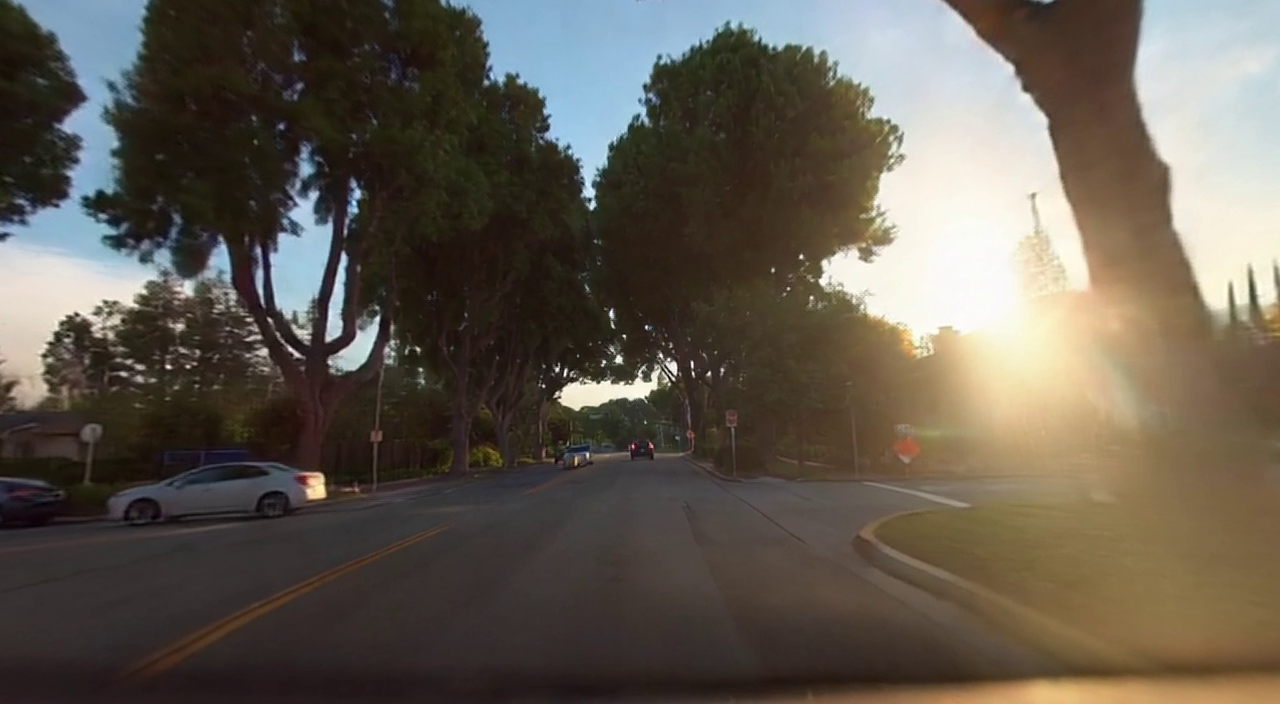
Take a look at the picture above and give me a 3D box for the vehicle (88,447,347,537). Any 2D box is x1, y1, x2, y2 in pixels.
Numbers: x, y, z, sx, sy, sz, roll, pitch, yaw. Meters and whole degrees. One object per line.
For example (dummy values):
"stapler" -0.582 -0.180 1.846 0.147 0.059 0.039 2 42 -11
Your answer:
"vehicle" -9.577 3.178 14.643 4.594 1.696 1.971 -2 -8 -1
